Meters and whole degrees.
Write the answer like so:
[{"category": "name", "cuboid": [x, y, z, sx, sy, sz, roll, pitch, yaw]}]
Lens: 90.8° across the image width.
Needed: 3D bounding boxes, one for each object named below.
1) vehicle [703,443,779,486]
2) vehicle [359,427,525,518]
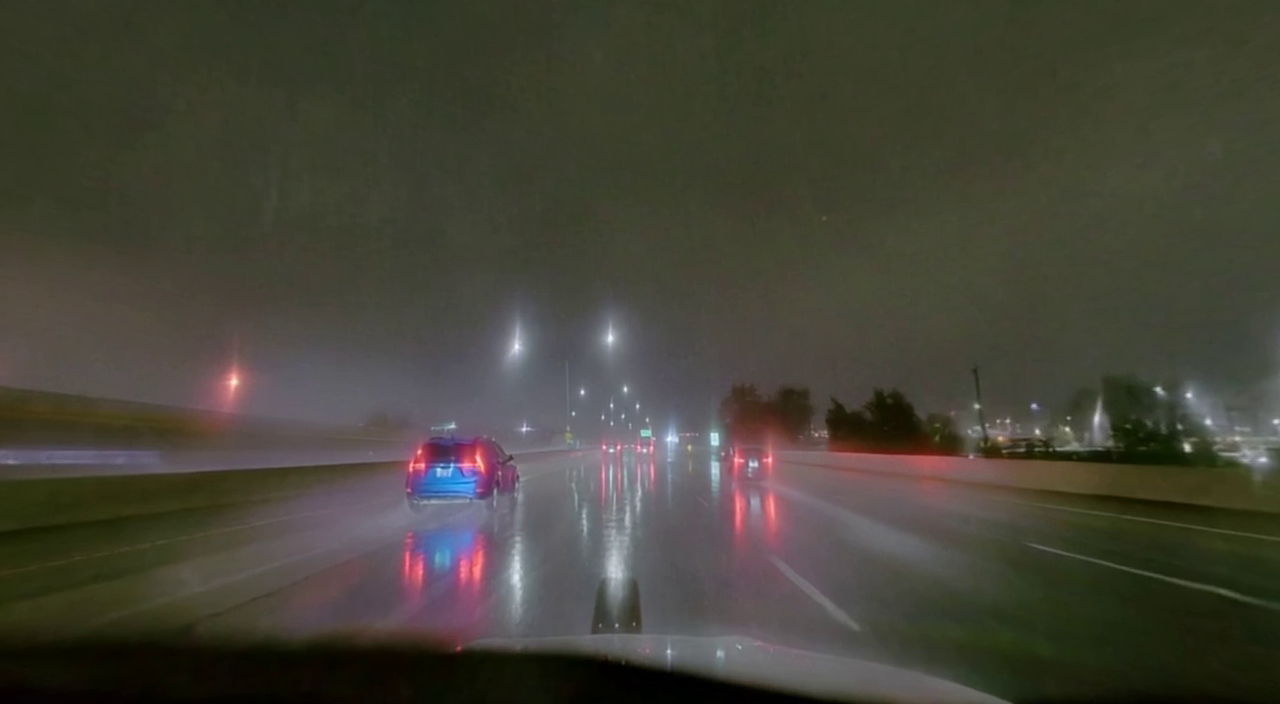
[{"category": "vehicle", "cuboid": [3.693, 4.174, 23.886, 2.083, 1.453, 4.307, 0, -8, -1]}, {"category": "vehicle", "cuboid": [-3.995, 2.495, 13.611, 2.193, 1.641, 4.077, 0, -8, 1]}]
